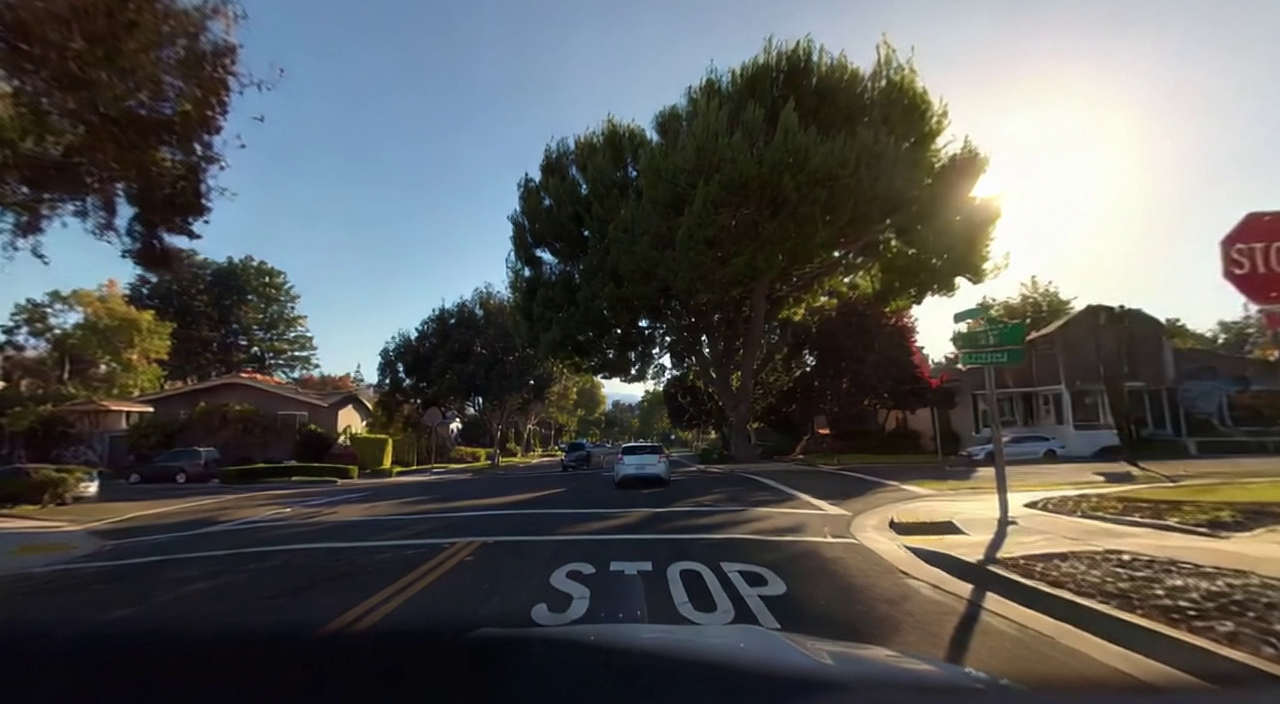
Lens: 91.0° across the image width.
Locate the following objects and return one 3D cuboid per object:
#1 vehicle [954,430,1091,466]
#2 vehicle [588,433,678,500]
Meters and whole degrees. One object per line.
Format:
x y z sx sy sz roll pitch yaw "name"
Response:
16.673 4.205 27.596 4.748 1.488 2.029 1 -9 -3 "vehicle"
-0.262 2.921 16.475 2.043 1.484 4.340 1 -9 -3 "vehicle"
